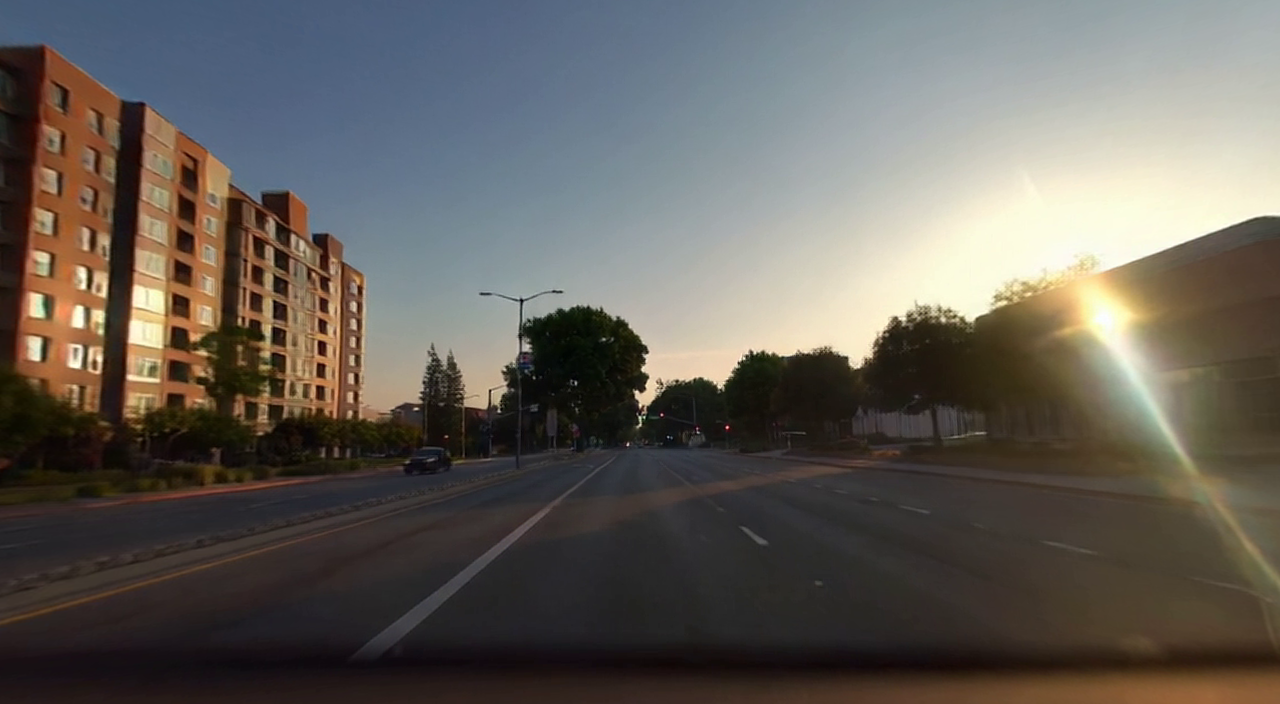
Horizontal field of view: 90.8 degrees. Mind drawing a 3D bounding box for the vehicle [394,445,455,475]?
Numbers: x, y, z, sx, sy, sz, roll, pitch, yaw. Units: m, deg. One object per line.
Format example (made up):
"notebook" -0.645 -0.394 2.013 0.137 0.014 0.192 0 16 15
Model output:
"vehicle" -12.959 6.501 38.258 2.090 1.691 4.497 0 -9 0
